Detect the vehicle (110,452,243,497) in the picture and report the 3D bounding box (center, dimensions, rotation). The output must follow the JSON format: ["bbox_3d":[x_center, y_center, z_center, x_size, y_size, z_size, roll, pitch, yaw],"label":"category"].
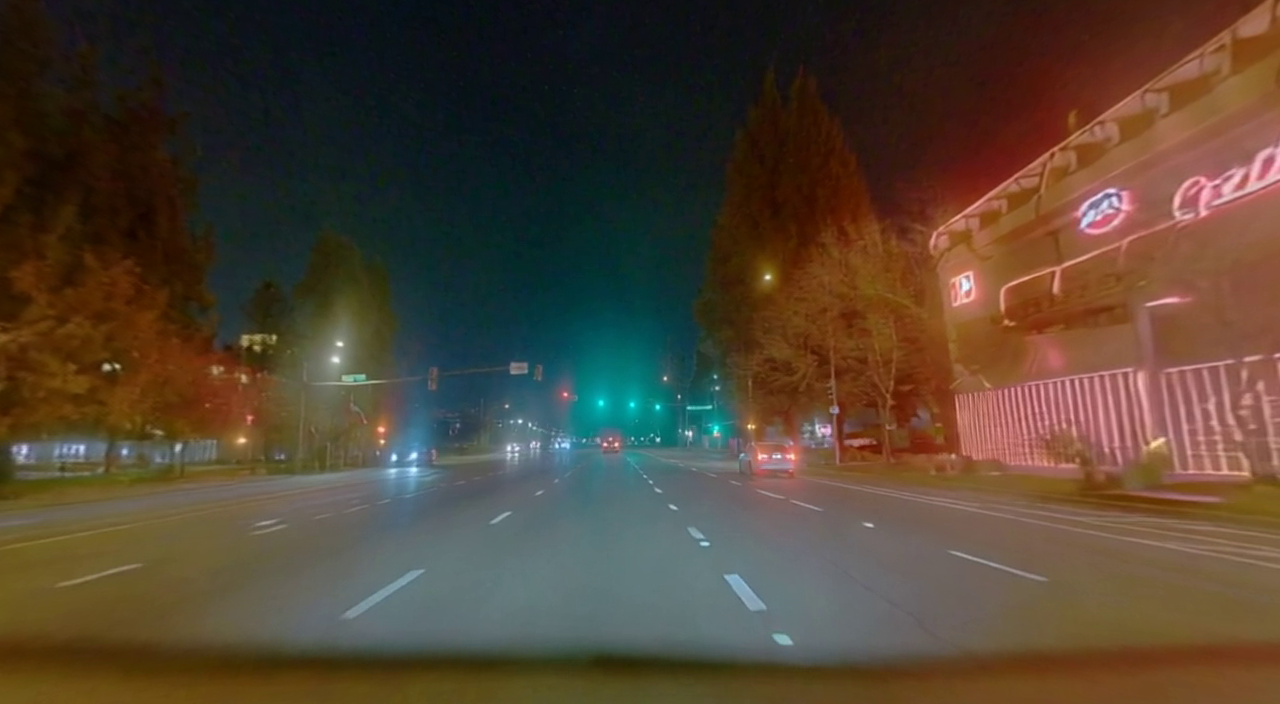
[{"bbox_3d":[-17.670,4.647,24.397,1.931,1.480,4.396,0,-8,-3],"label":"vehicle"}]

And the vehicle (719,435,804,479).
[{"bbox_3d":[4.462,3.916,23.926,2.024,1.475,4.600,0,-8,-4],"label":"vehicle"}]
